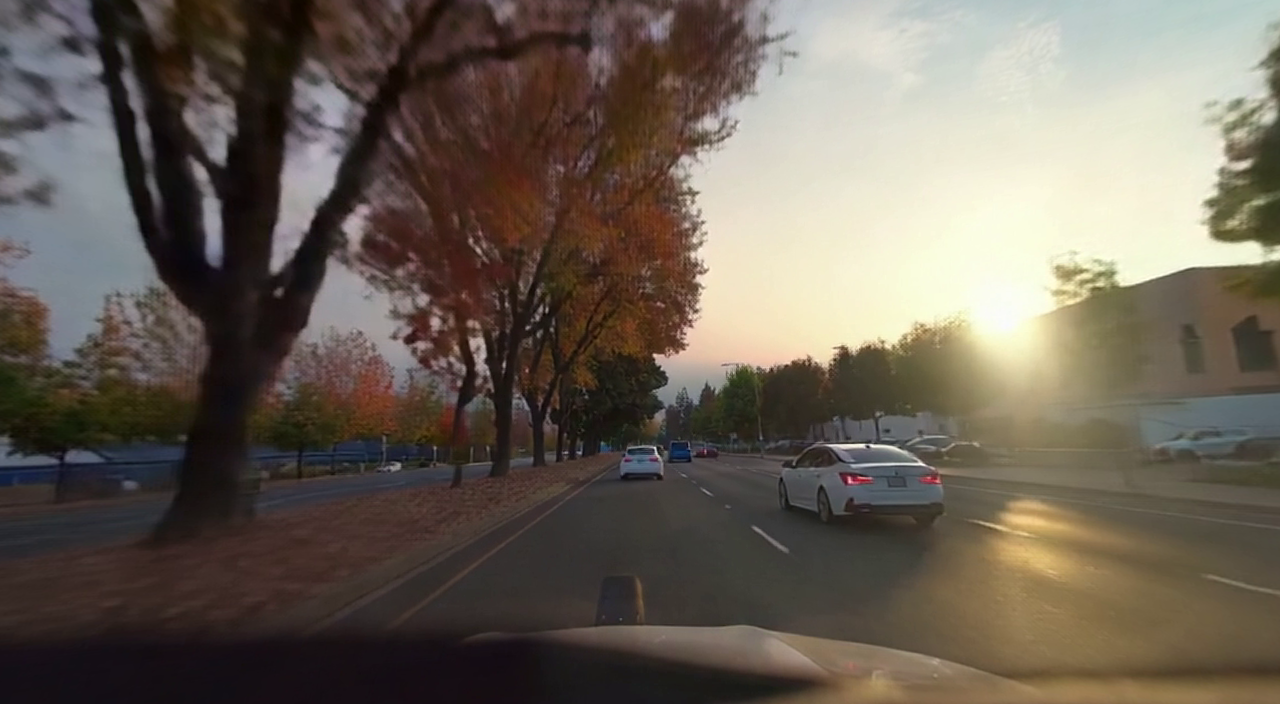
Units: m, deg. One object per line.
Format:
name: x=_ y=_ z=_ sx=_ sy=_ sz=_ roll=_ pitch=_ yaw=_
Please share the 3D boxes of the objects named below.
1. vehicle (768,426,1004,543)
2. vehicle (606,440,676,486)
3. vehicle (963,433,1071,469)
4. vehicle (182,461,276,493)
vehicle: x=3.613 y=2.047 z=10.360 sx=2.094 sy=1.480 sz=4.323 roll=0 pitch=-9 yaw=0
vehicle: x=0.003 y=3.998 z=22.946 sx=2.289 sy=1.471 sz=4.477 roll=0 pitch=-9 yaw=0
vehicle: x=21.319 y=5.650 z=36.112 sx=2.582 sy=1.849 sz=5.579 roll=0 pitch=-9 yaw=-1
vehicle: x=-22.592 y=6.865 z=34.989 sx=2.070 sy=1.613 sz=4.510 roll=-1 pitch=-9 yaw=1
